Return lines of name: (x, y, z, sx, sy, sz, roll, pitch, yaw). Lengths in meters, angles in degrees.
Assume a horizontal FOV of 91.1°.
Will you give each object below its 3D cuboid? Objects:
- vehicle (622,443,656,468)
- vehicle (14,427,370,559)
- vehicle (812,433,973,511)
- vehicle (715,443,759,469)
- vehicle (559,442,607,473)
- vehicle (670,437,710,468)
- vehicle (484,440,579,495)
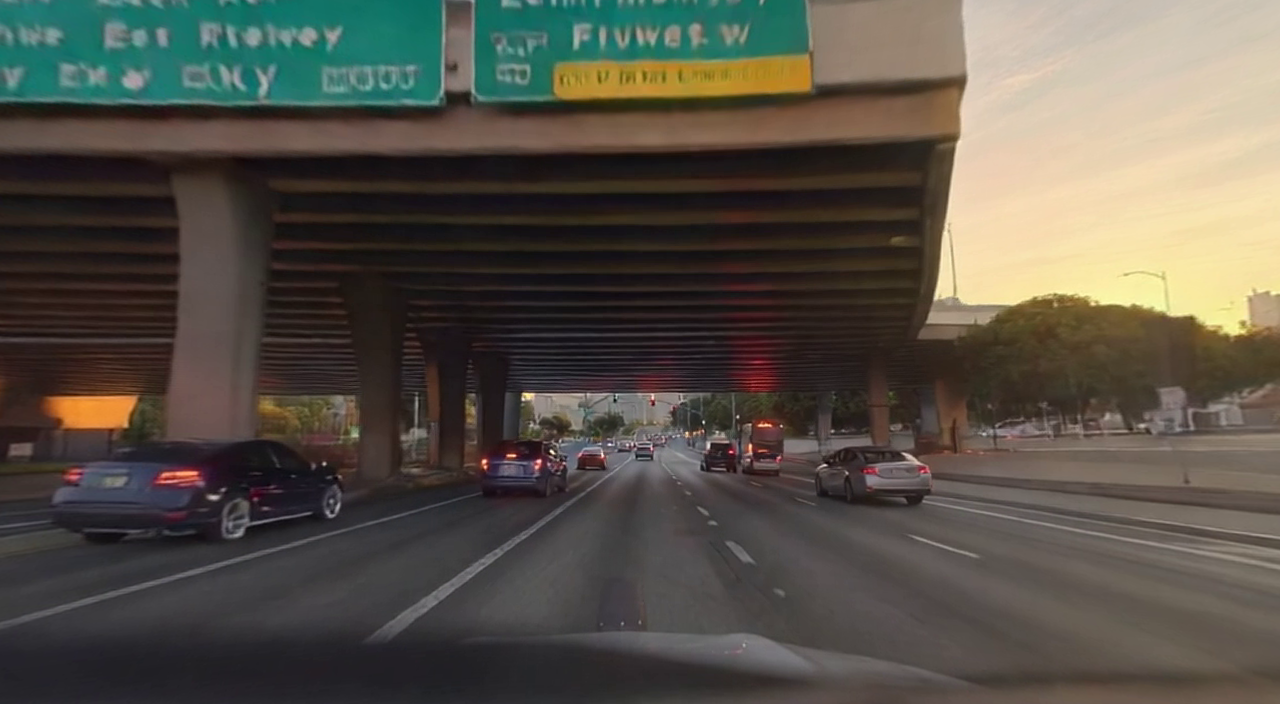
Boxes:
vehicle: (-0.060, 6.305, 38.393, 2.026, 1.453, 3.780, 0, -8, 0)
vehicle: (-6.110, 1.948, 9.456, 2.070, 1.488, 4.376, 0, -8, 1)
vehicle: (5.962, 2.875, 15.539, 2.056, 1.624, 4.498, 0, -8, -1)
vehicle: (5.940, 6.382, 38.827, 1.924, 1.527, 4.268, 0, -8, -2)
vehicle: (-2.809, 5.328, 31.944, 1.980, 1.491, 4.351, 0, -8, 1)
vehicle: (2.992, 6.185, 38.747, 2.034, 1.762, 4.420, 0, -8, -1)
vehicle: (-3.143, 3.449, 19.111, 2.041, 1.466, 4.212, 0, -8, 1)
